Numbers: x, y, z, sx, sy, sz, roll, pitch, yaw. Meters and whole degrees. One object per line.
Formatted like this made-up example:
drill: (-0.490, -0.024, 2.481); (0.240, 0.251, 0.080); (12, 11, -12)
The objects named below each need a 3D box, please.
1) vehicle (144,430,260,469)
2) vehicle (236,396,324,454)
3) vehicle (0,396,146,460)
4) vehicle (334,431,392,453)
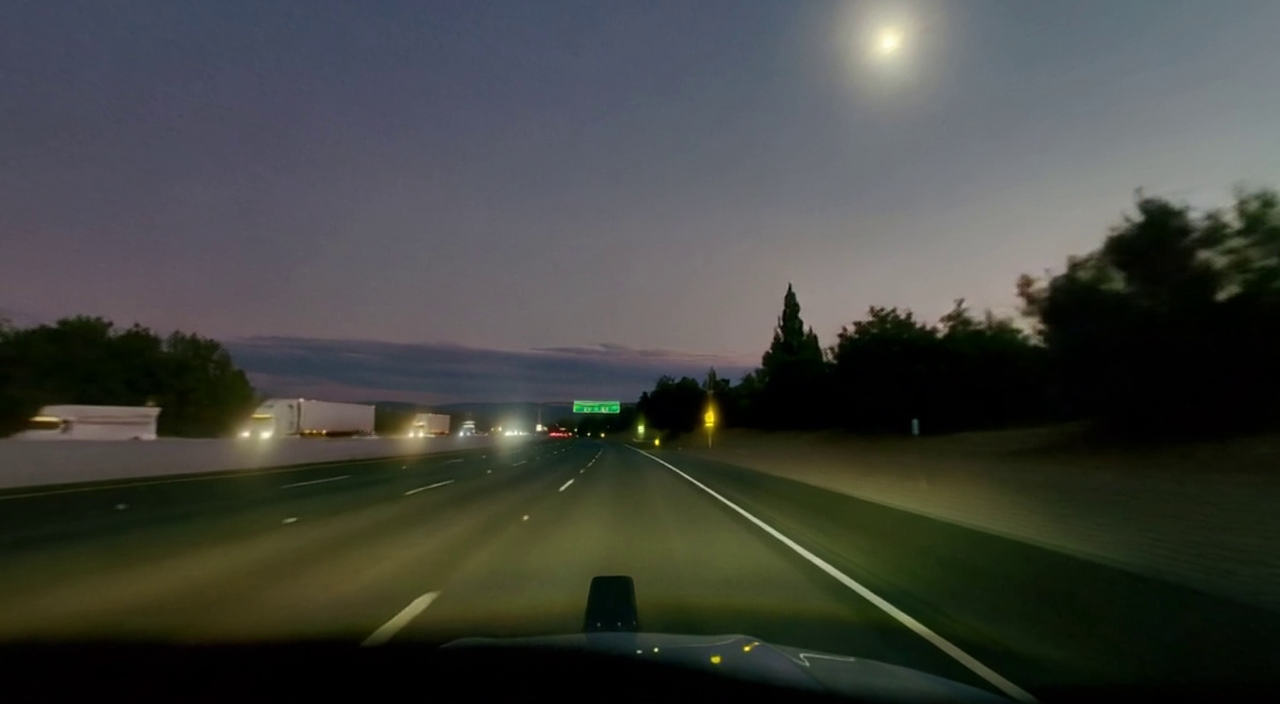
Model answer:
vehicle: (-18.164, 4.047, 26.429); (1.851, 1.449, 4.293); (0, -8, -1)
vehicle: (-26.168, 5.397, 46.207); (2.991, 3.997, 5.882); (0, -8, -2)
vehicle: (-30.372, 4.065, 33.123); (2.661, 2.953, 7.724); (0, -8, -1)
vehicle: (-18.771, 6.127, 42.938); (1.982, 1.414, 4.336); (0, -8, -1)
